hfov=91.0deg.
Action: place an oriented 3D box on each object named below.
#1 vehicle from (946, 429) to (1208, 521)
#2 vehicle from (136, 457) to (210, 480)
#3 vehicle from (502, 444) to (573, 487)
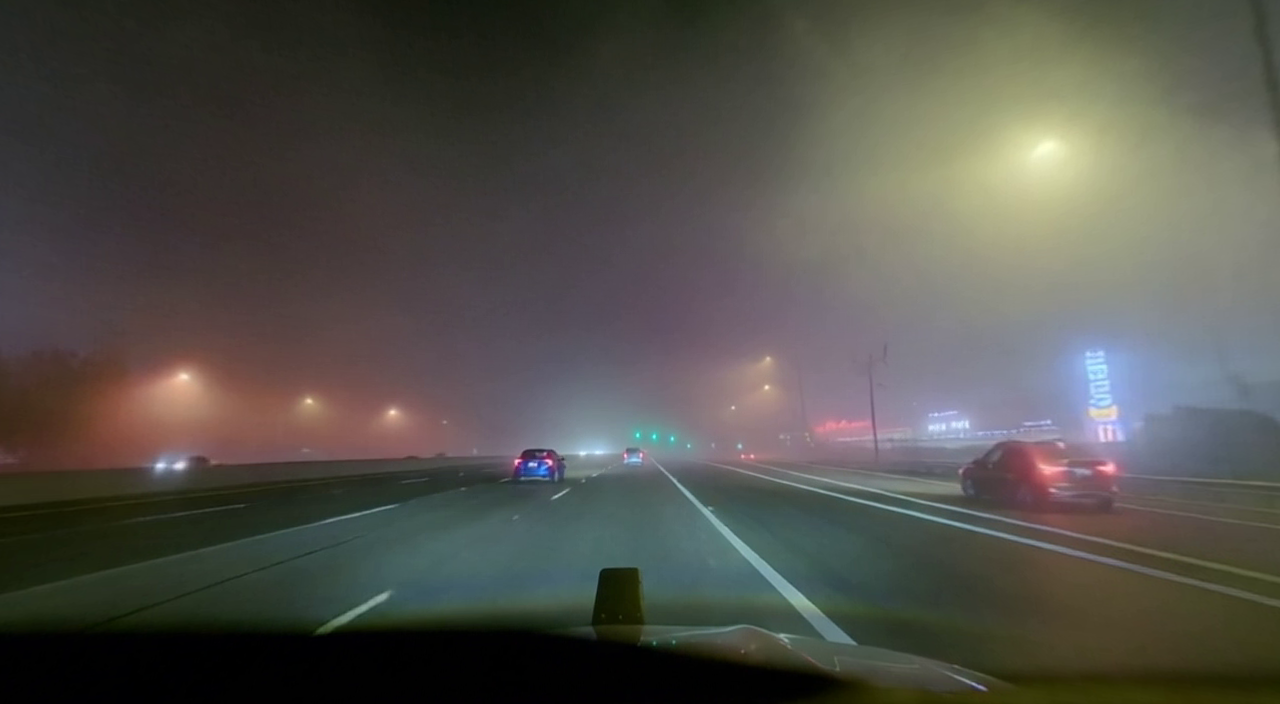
[{"bbox_3d":[8.900,2.557,13.673,2.035,1.566,5.409,0,-9,3],"label":"vehicle"},{"bbox_3d":[-36.292,9.063,49.123,1.951,1.658,4.862,0,-9,2],"label":"vehicle"},{"bbox_3d":[-4.019,4.536,25.447,2.071,1.553,4.388,0,-9,1],"label":"vehicle"}]
